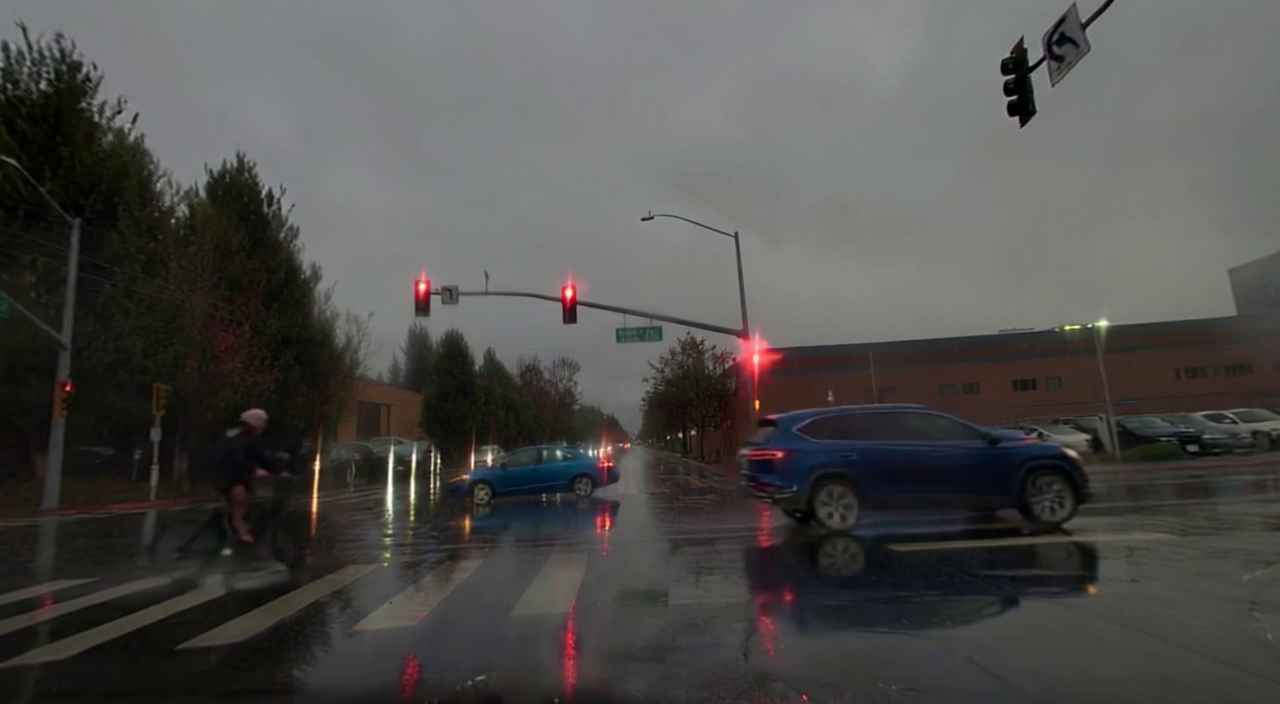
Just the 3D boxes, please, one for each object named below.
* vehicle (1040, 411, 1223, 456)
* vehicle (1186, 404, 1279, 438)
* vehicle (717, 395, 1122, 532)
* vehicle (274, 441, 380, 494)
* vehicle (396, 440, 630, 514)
[{"bbox_3d":[16.958,2.903,22.101,4.560,1.453,1.851,-3,-9,18],"label":"vehicle"},{"bbox_3d":[34.900,4.018,36.646,4.326,1.511,1.725,-8,-9,17],"label":"vehicle"},{"bbox_3d":[3.806,1.666,9.610,5.122,1.781,2.098,-1,-9,5],"label":"vehicle"},{"bbox_3d":[-13.737,5.055,28.139,2.251,1.957,4.968,-4,-9,-1],"label":"vehicle"},{"bbox_3d":[-2.510,2.583,13.304,4.533,1.419,1.755,0,-9,-4],"label":"vehicle"}]
